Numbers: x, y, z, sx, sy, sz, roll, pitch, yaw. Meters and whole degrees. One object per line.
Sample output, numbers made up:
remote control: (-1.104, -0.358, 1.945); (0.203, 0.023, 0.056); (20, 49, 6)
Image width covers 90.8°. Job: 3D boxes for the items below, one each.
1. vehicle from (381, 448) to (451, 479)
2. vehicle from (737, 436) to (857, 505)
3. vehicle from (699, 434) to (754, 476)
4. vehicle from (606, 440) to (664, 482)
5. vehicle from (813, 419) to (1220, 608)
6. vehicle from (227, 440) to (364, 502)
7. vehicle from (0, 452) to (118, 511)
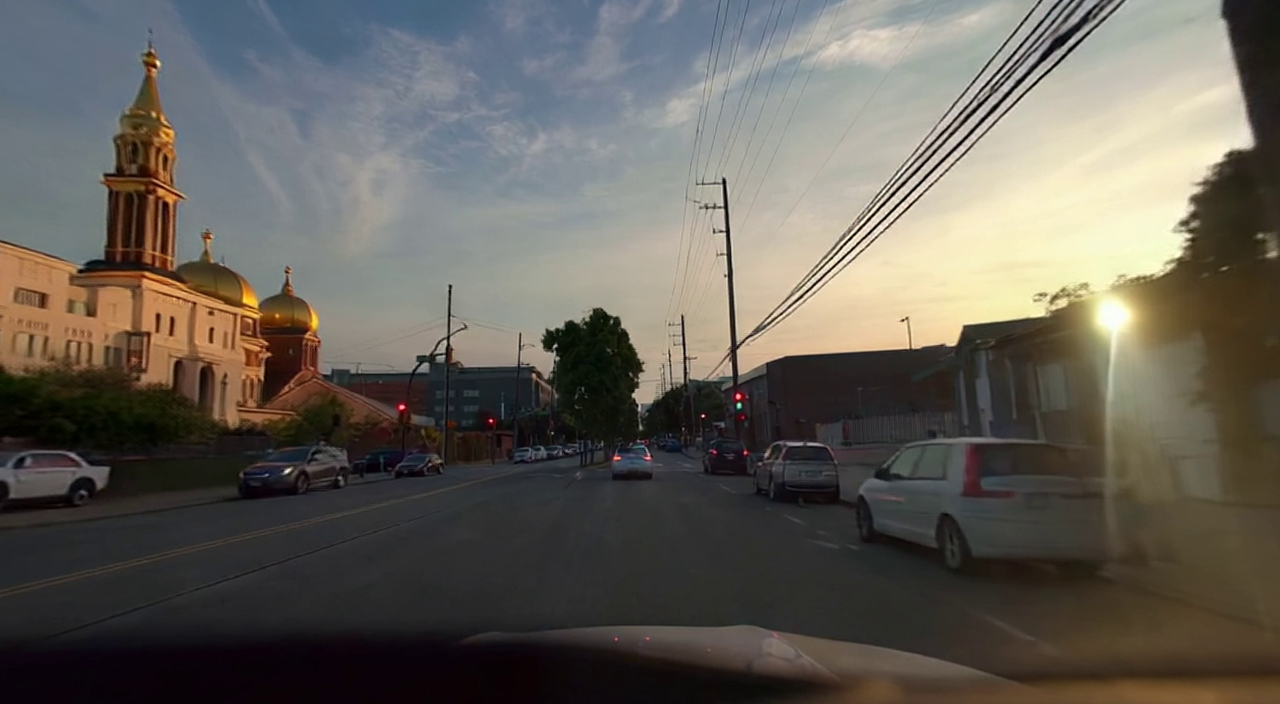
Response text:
vehicle: (-11.970, 5.980, 34.143); (1.980, 1.502, 4.655); (0, -8, 1)
vehicle: (3.883, 2.981, 16.356); (2.003, 1.524, 3.868); (0, -8, -2)
vehicle: (3.914, 4.752, 29.359); (2.015, 1.780, 4.261); (0, -8, 1)
vehicle: (-0.215, 4.134, 24.336); (2.049, 1.453, 4.299); (0, -8, -1)
vehicle: (3.783, 1.686, 7.598); (1.944, 1.530, 4.539); (2, -8, -3)
vehicle: (-12.175, 4.191, 22.845); (2.071, 1.814, 5.185); (-5, -8, 0)
vehicle: (-18.246, 3.790, 18.268); (4.564, 1.503, 2.081); (-4, -9, 2)
